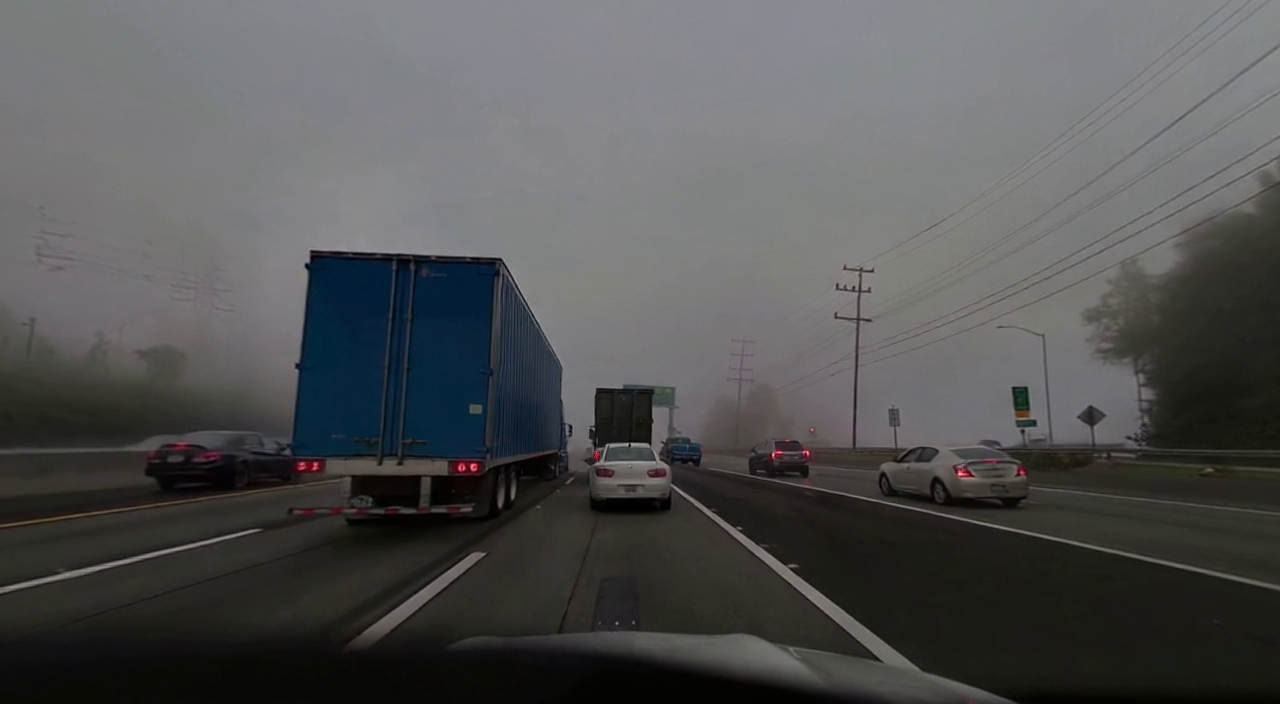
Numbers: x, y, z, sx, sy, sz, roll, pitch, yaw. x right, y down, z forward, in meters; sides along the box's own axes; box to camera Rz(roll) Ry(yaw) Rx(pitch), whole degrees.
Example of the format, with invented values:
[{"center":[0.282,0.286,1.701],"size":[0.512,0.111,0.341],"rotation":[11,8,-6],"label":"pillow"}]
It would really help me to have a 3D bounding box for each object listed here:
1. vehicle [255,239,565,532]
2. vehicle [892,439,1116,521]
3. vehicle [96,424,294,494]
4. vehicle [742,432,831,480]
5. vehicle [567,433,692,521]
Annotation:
[{"center":[-4.340,1.774,18.153],"size":[3.150,4.298,17.928],"rotation":[0,-9,-3],"label":"vehicle"},{"center":[7.182,2.541,13.106],"size":[1.878,1.406,4.164],"rotation":[1,-9,-6],"label":"vehicle"},{"center":[-12.129,2.969,17.786],"size":[2.148,1.678,4.851],"rotation":[0,-9,-2],"label":"vehicle"},{"center":[5.522,3.973,24.359],"size":[2.023,1.676,4.002],"rotation":[1,-9,-7],"label":"vehicle"},{"center":[-0.253,2.430,12.767],"size":[2.112,1.463,4.012],"rotation":[0,-9,-2],"label":"vehicle"}]
